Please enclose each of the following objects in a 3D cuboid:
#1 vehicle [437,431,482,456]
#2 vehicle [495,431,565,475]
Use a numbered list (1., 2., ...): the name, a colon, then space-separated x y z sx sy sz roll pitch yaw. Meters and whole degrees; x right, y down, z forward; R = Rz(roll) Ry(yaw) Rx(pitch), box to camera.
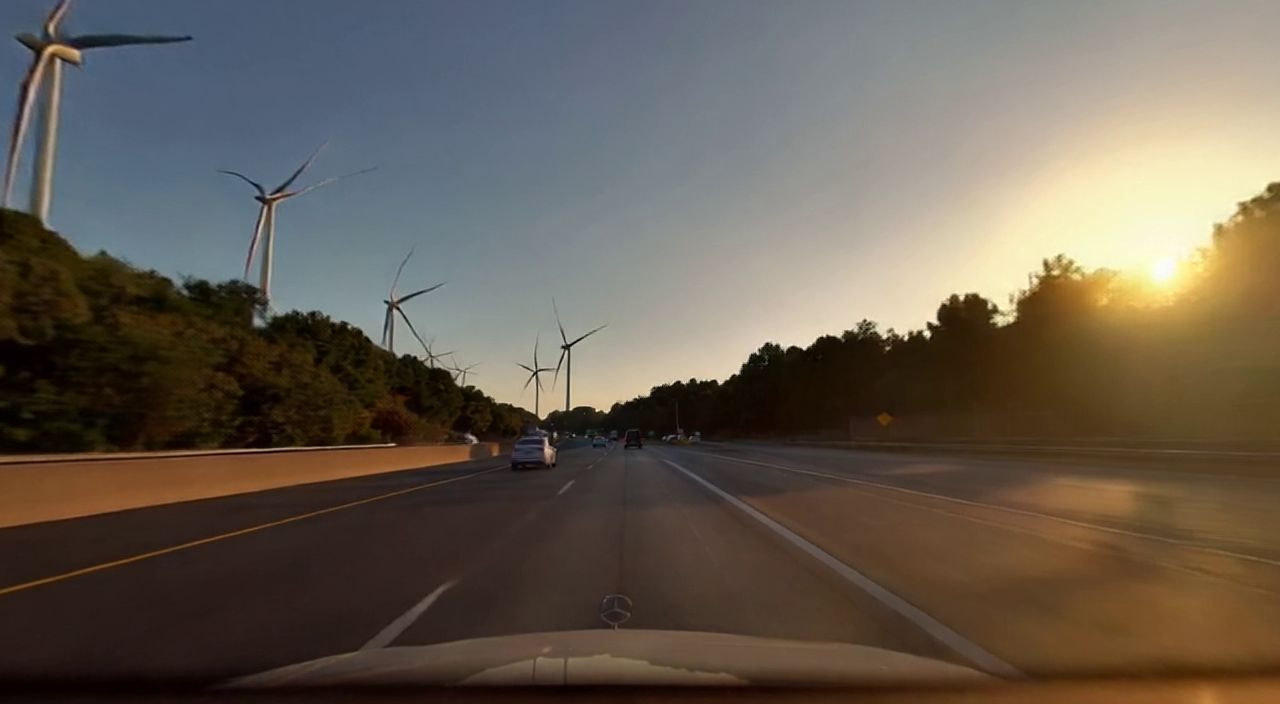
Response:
1. vehicle: -13.283 6.765 46.566 1.999 1.752 4.588 0 -8 -1
2. vehicle: -4.123 3.821 24.173 1.950 1.511 3.965 0 -8 0
